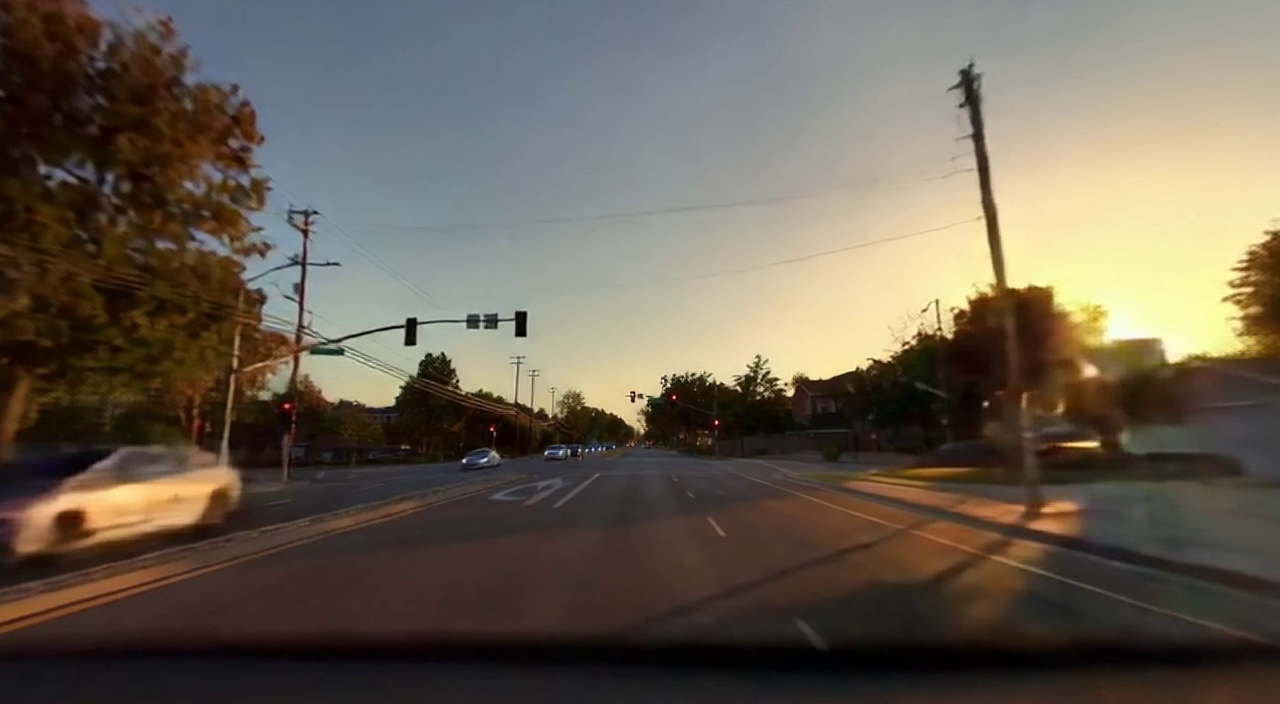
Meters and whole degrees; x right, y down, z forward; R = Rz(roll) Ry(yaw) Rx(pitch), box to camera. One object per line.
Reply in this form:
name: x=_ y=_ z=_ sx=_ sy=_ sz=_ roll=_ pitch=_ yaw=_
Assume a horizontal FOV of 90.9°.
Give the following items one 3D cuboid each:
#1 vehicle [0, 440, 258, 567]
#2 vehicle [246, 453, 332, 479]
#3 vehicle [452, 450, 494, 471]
vehicle: x=-8.795 y=2.335 z=10.599 sx=1.986 sy=1.665 sz=4.284 roll=0 pitch=-8 yaw=1
vehicle: x=-21.559 y=6.960 z=38.661 sx=5.038 sy=1.435 sz=2.074 roll=-4 pitch=-9 yaw=28
vehicle: x=-11.920 y=7.751 z=45.252 sx=1.825 sy=1.435 sz=4.211 roll=0 pitch=-8 yaw=1
